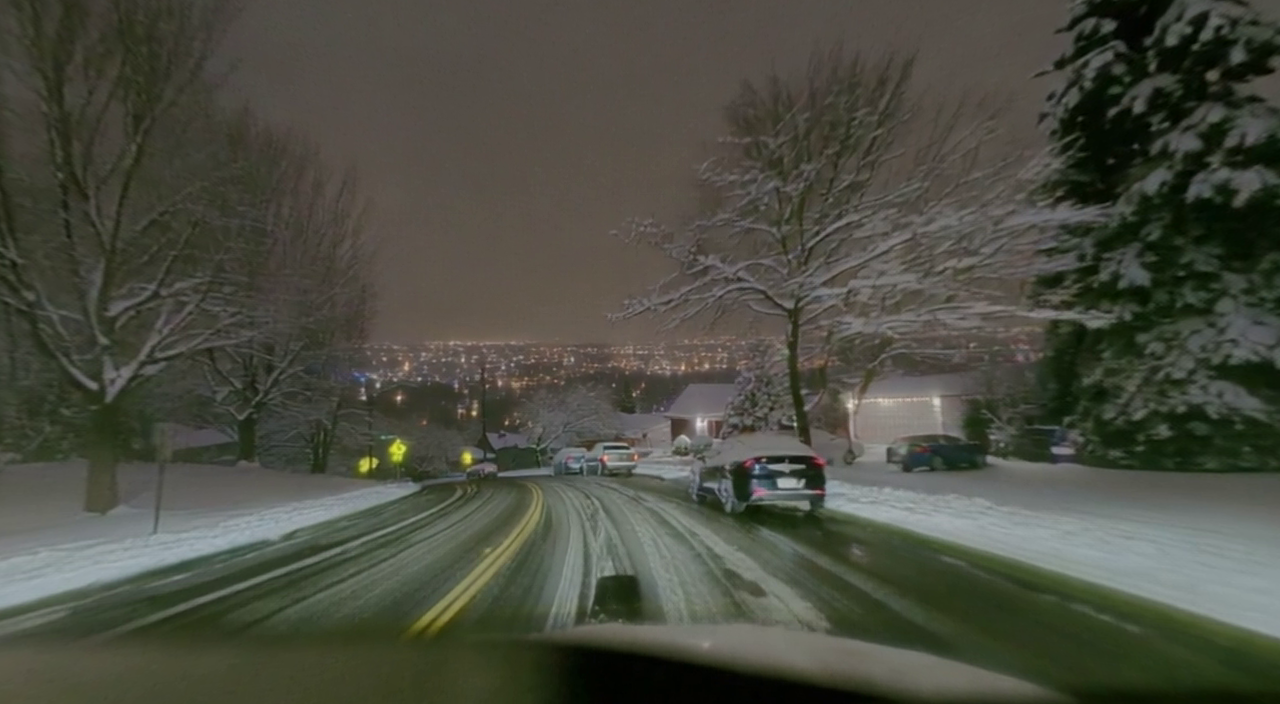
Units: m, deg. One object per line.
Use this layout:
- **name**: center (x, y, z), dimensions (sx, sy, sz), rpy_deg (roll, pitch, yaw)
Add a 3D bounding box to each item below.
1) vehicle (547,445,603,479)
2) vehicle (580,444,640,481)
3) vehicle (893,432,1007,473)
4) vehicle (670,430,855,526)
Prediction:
- **vehicle**: center (-4.077, 6.692, 38.713), dimensions (2.180, 1.849, 5.423), rpy_deg (2, -9, -19)
- **vehicle**: center (-1.600, 5.458, 31.589), dimensions (1.965, 1.663, 4.744), rpy_deg (2, -9, -16)
- **vehicle**: center (12.119, 3.869, 24.642), dimensions (4.253, 1.458, 1.900), rpy_deg (4, -10, -32)
- **vehicle**: center (2.126, 2.416, 12.816), dimensions (2.181, 1.494, 5.023), rpy_deg (0, -8, -7)
